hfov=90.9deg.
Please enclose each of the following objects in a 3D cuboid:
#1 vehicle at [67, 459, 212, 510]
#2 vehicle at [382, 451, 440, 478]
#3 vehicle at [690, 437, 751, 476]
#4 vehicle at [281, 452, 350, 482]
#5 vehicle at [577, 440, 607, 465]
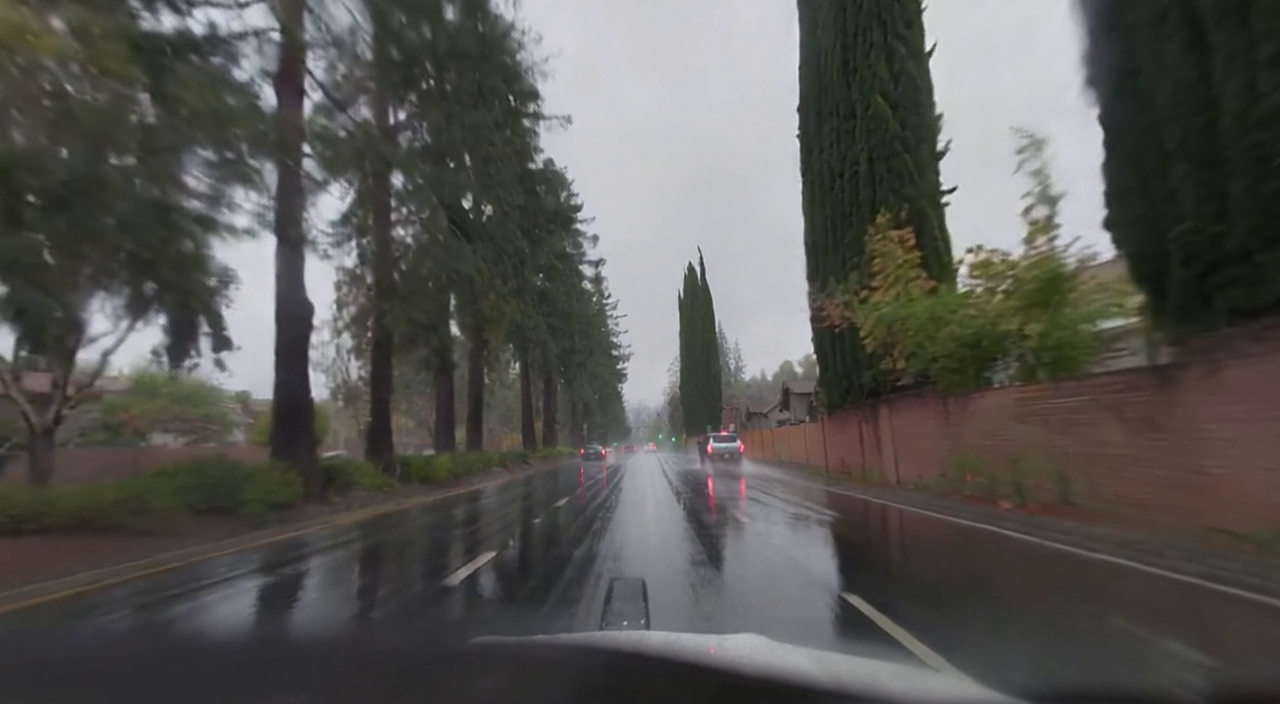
[{"bbox_3d":[-17.110,4.507,21.824,1.855,1.494,3.825,-1,-8,0],"label":"vehicle"},{"bbox_3d":[-14.005,6.865,38.806,1.892,1.480,4.467,-1,-8,0],"label":"vehicle"},{"bbox_3d":[3.832,5.085,30.973,2.321,1.695,5.037,-1,-8,0],"label":"vehicle"},{"bbox_3d":[-21.454,7.572,41.873,1.990,1.787,4.709,0,-9,1],"label":"vehicle"},{"bbox_3d":[-3.575,7.590,47.686,2.002,1.747,4.728,0,-8,-1],"label":"vehicle"}]
